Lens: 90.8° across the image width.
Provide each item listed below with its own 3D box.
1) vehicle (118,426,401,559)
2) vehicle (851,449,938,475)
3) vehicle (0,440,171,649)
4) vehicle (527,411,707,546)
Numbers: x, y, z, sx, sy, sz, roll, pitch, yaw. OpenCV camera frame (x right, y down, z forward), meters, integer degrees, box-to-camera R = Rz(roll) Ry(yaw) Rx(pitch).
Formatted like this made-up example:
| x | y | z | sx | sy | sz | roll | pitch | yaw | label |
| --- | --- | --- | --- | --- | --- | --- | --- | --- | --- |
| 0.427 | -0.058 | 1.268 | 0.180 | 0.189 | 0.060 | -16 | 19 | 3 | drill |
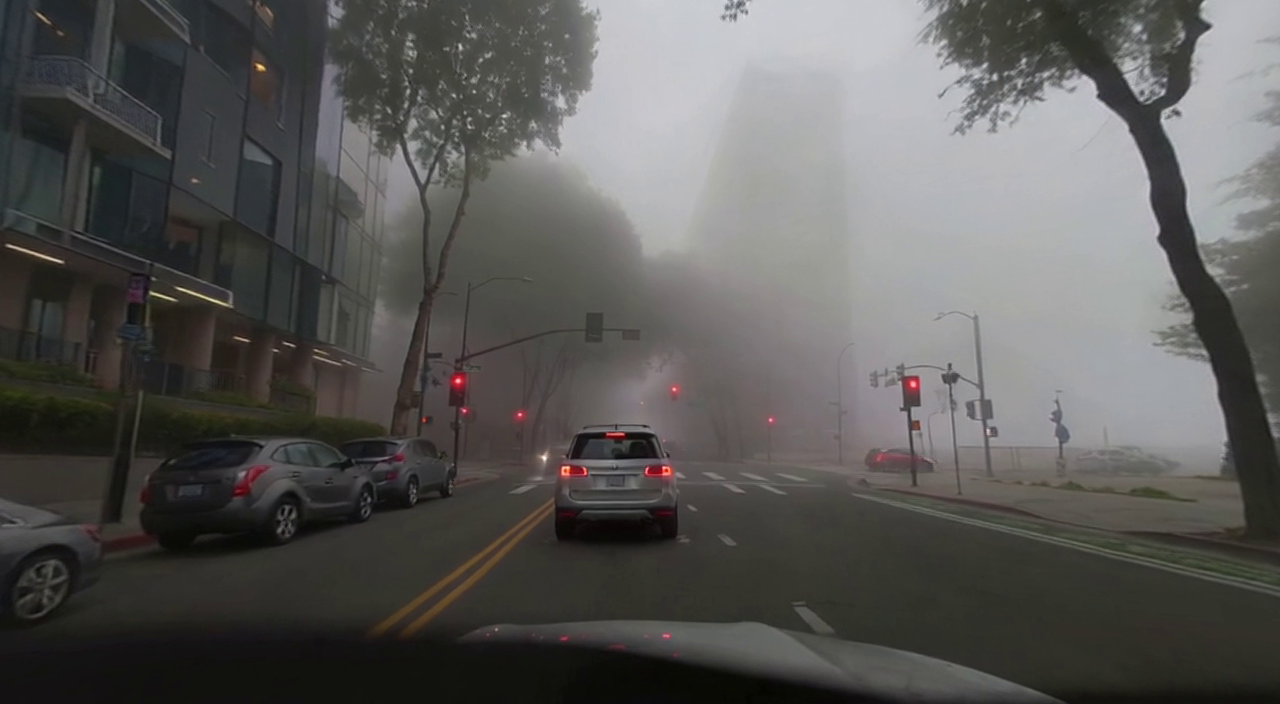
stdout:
| x | y | z | sx | sy | sz | roll | pitch | yaw | label |
| --- | --- | --- | --- | --- | --- | --- | --- | --- | --- |
| -5.770 | 2.153 | 10.465 | 1.904 | 1.684 | 4.529 | 0 | -9 | -1 | vehicle |
| 15.992 | 6.904 | 39.795 | 4.638 | 1.555 | 1.824 | 0 | -9 | -3 | vehicle |
| -5.557 | 1.266 | 3.777 | 1.841 | 1.466 | 4.364 | -1 | -9 | 6 | vehicle |
| -0.267 | 1.898 | 10.009 | 2.258 | 1.687 | 3.934 | 0 | -9 | 1 | vehicle |
